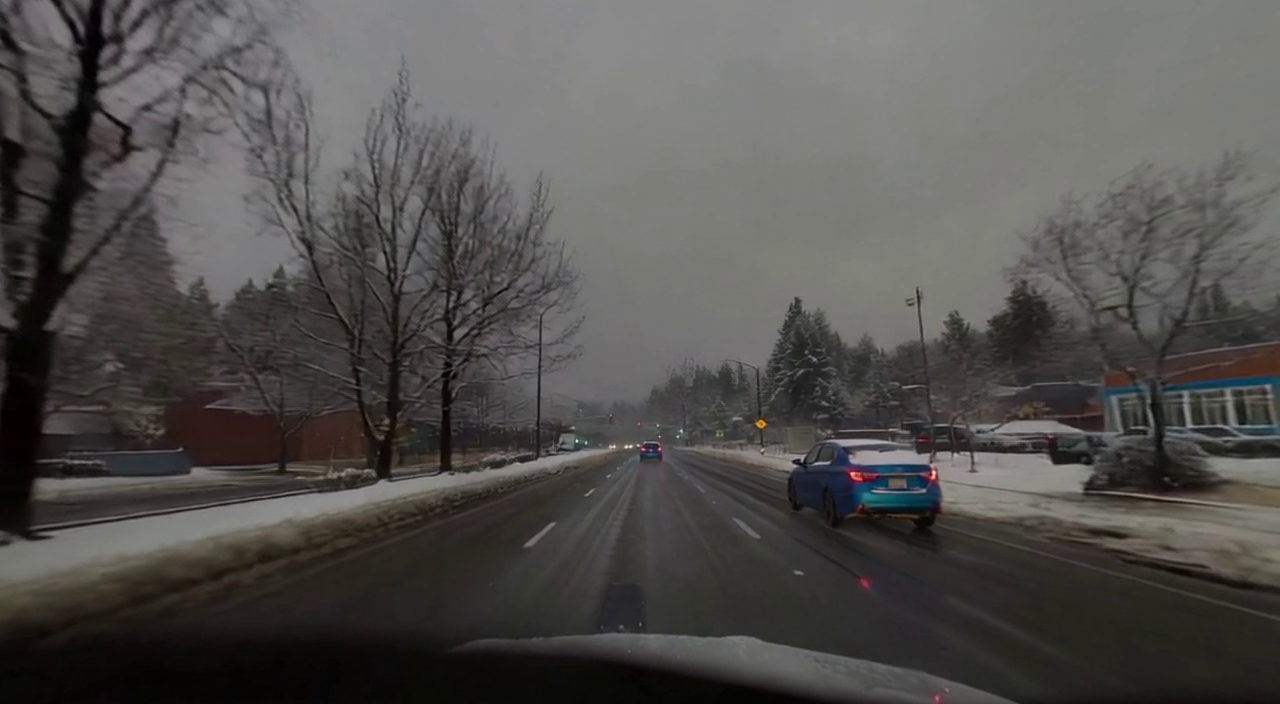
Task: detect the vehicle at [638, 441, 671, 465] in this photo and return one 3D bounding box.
[{"bbox_3d":[0.943,6.844,42.706,2.144,1.505,4.128,0,-9,0],"label":"vehicle"}]

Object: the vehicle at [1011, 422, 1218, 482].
[{"bbox_3d":[14.607,3.109,19.548,4.722,1.500,1.975,-4,-9,0],"label":"vehicle"}]

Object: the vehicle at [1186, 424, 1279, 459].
[{"bbox_3d":[27.584,3.996,28.089,4.440,1.475,1.906,0,-9,0],"label":"vehicle"}]

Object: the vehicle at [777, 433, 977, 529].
[{"bbox_3d":[4.228,2.380,12.205,2.053,1.482,4.568,0,-9,-1],"label":"vehicle"}]
